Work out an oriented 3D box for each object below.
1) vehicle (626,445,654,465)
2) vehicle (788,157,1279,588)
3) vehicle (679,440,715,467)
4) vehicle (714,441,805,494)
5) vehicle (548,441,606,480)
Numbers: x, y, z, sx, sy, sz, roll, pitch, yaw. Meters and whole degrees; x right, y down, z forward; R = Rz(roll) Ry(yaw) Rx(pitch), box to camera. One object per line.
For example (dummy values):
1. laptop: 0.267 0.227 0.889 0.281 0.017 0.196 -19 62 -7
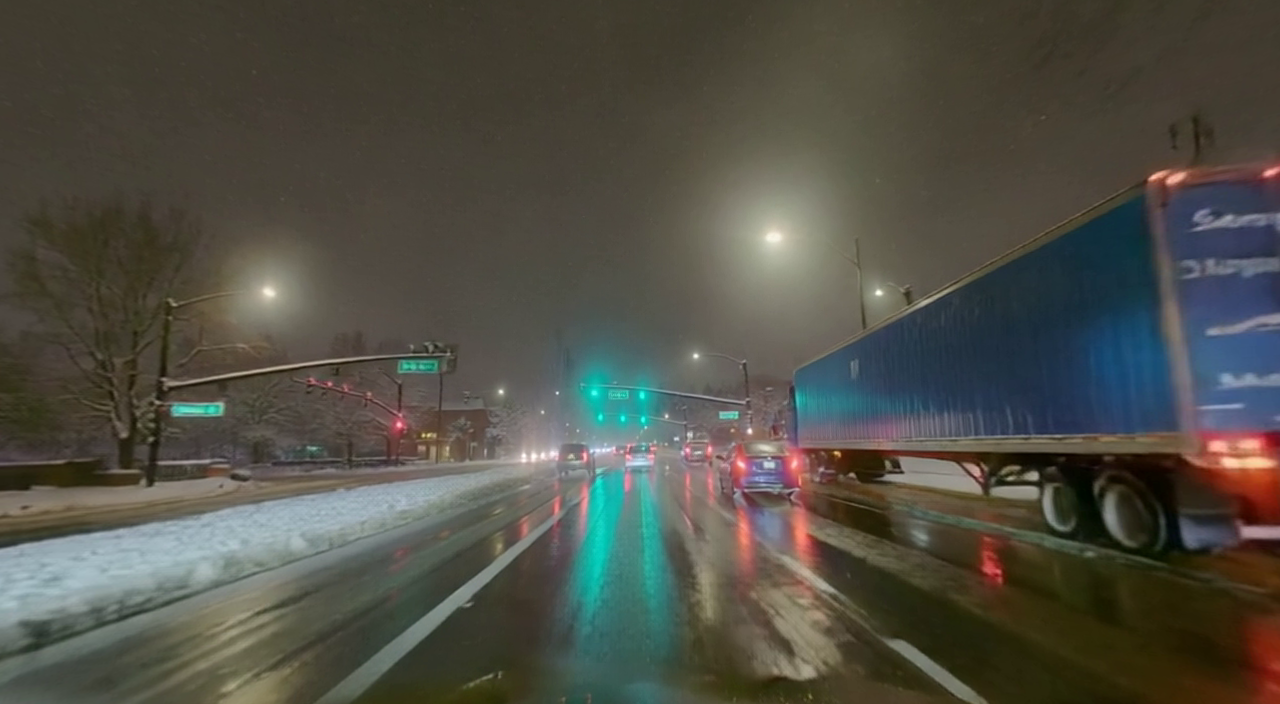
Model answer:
1. vehicle: 0.015 7.868 48.440 2.020 1.461 4.326 0 -8 0
2. vehicle: 7.266 1.387 14.844 3.383 4.268 17.469 0 -9 0
3. vehicle: 3.779 6.799 42.385 2.050 1.683 3.990 0 -8 0
4. vehicle: 3.612 3.559 19.878 1.972 1.452 4.189 0 -8 -1
5. vehicle: -2.664 4.695 27.565 2.003 1.509 4.396 0 -8 1
